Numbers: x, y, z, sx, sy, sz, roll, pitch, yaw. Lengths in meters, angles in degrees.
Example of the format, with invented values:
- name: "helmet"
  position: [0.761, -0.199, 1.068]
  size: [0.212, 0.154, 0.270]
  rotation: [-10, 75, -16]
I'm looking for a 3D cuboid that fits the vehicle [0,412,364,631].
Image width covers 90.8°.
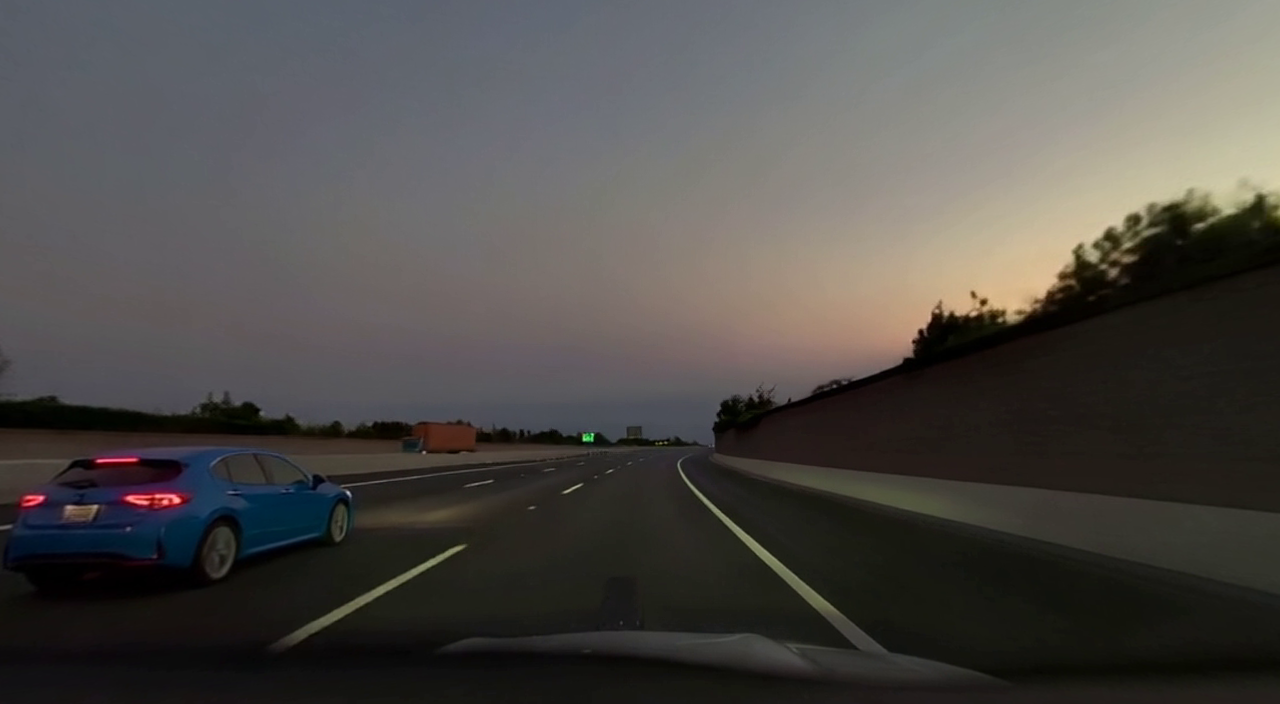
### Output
- name: "vehicle"
  position: [-4.607, 1.462, 6.324]
  size: [1.928, 1.504, 3.745]
  rotation: [0, -9, 0]
